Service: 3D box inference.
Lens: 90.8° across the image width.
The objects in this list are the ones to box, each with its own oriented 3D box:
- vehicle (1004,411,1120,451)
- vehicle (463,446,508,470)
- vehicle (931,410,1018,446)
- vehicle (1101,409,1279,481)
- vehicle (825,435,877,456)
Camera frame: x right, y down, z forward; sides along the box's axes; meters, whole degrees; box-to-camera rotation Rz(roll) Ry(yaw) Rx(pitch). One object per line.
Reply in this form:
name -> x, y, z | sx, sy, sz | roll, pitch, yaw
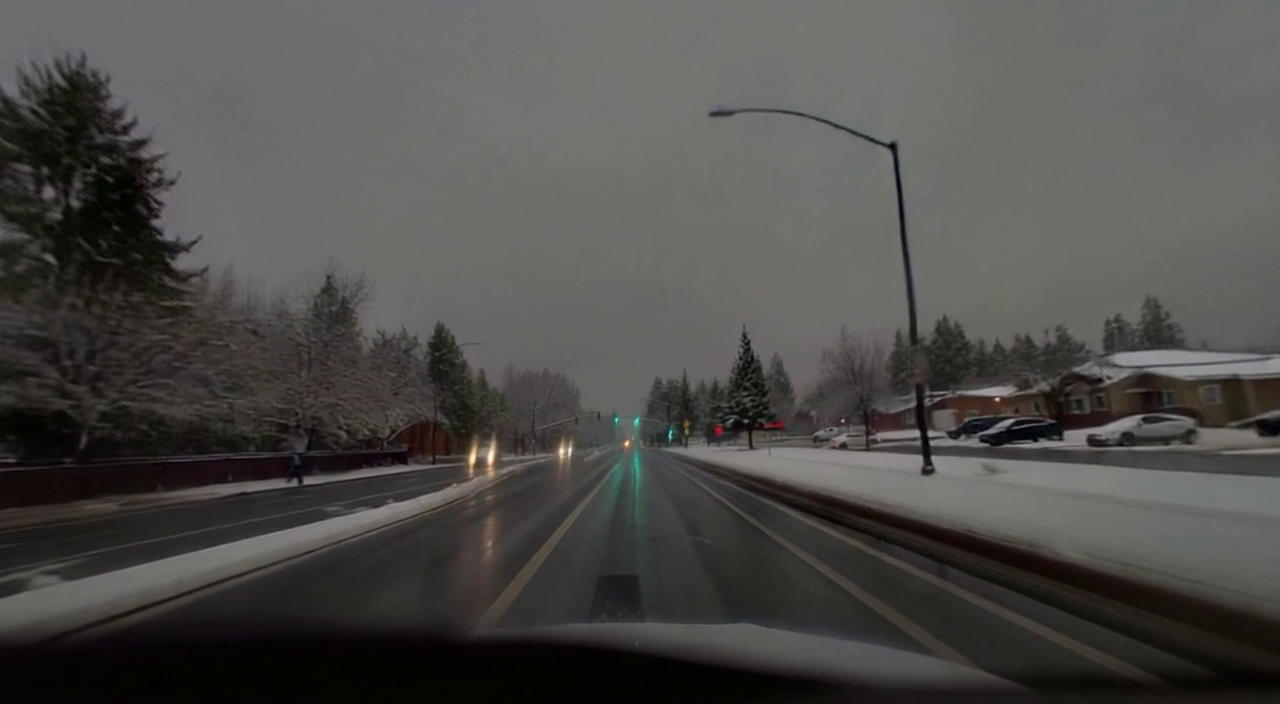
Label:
vehicle -> 22.270, 4.213, 33.457 | 4.579, 1.710, 2.020 | -4, -8, -2
vehicle -> -11.139, 7.617, 45.807 | 1.999, 1.618, 4.217 | -1, -8, 4
vehicle -> 22.613, 5.169, 42.823 | 4.512, 1.837, 2.059 | -6, -8, -2
vehicle -> 15.594, 2.528, 17.288 | 2.106, 1.670, 5.008 | 0, -8, 0
vehicle -> 15.421, 6.893, 46.501 | 1.882, 1.446, 4.741 | 0, -8, -4
